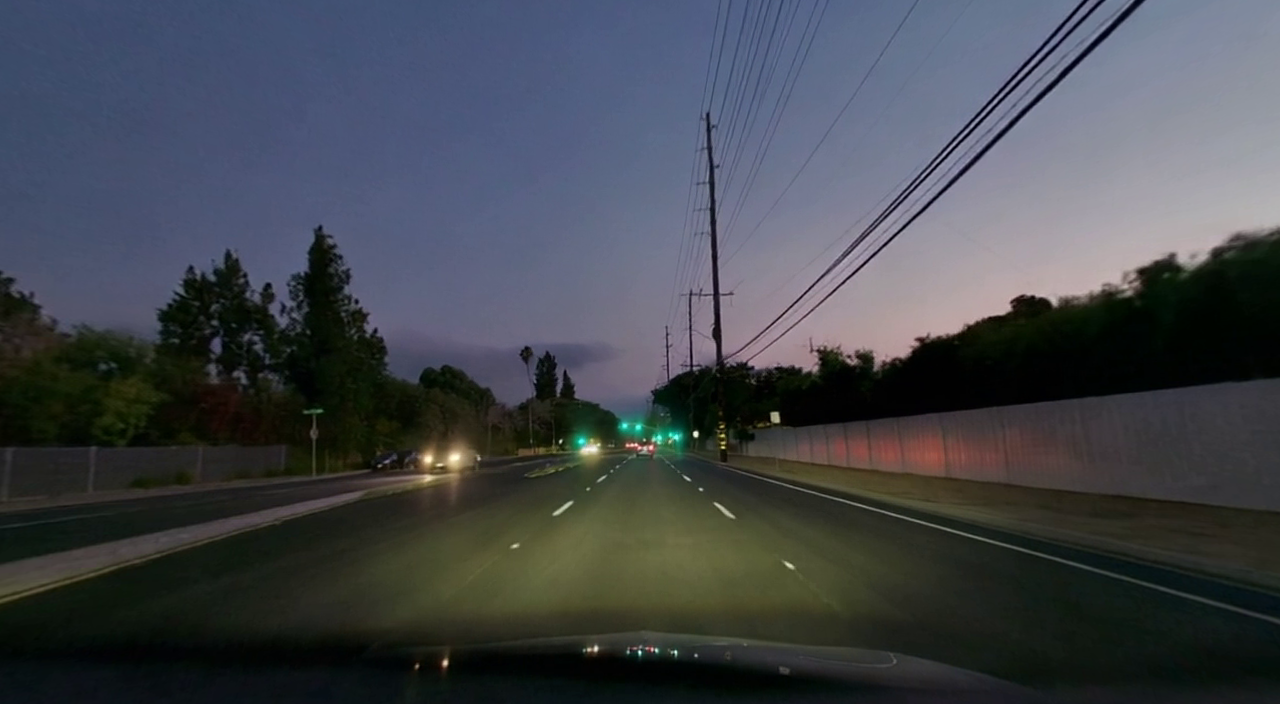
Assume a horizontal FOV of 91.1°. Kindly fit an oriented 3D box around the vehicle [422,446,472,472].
[{"bbox_3d":[-12.935,7.172,42.310,1.904,1.622,4.348,0,-8,2],"label":"vehicle"}]
